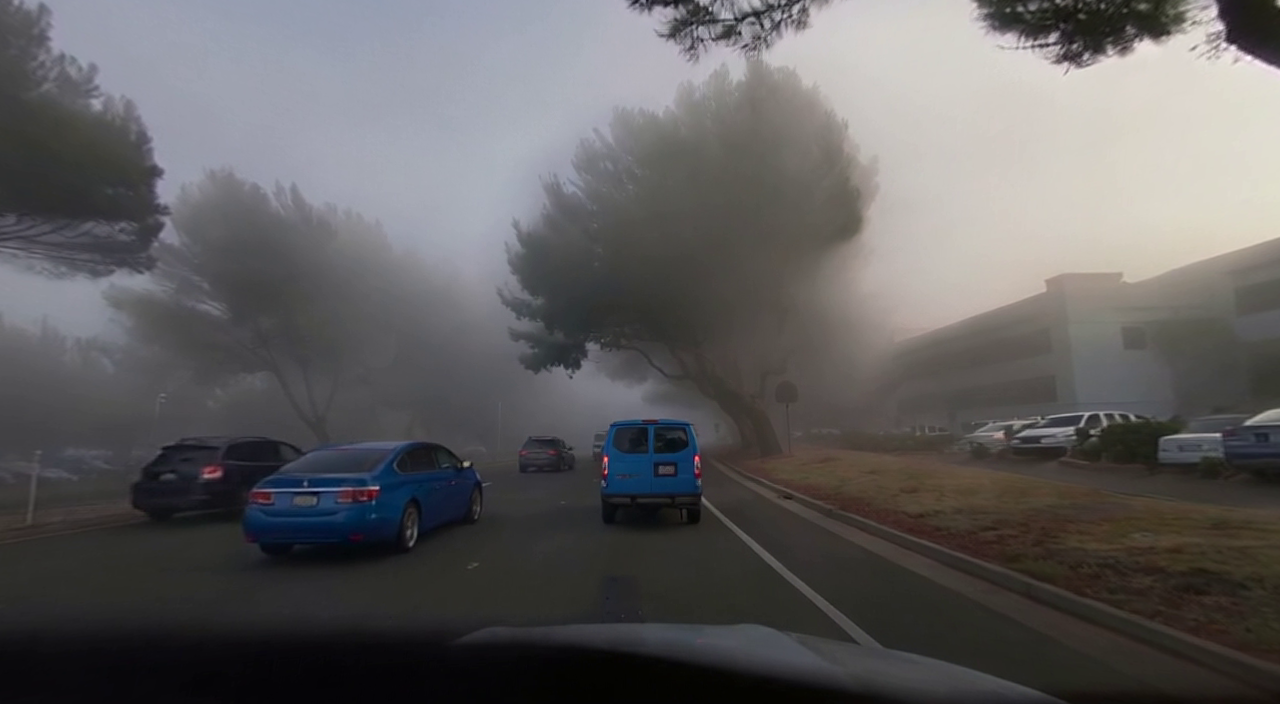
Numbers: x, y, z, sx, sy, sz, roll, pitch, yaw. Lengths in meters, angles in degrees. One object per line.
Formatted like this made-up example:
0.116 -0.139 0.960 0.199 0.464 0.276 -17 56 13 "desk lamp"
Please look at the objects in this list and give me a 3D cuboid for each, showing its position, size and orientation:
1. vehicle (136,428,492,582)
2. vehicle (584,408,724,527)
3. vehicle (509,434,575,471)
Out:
-3.744 1.836 8.567 1.991 1.459 4.813 -1 -9 4 "vehicle"
0.298 2.120 12.009 2.173 1.830 4.189 0 -9 2 "vehicle"
-4.866 5.096 32.171 2.116 1.714 4.757 -1 -9 7 "vehicle"
